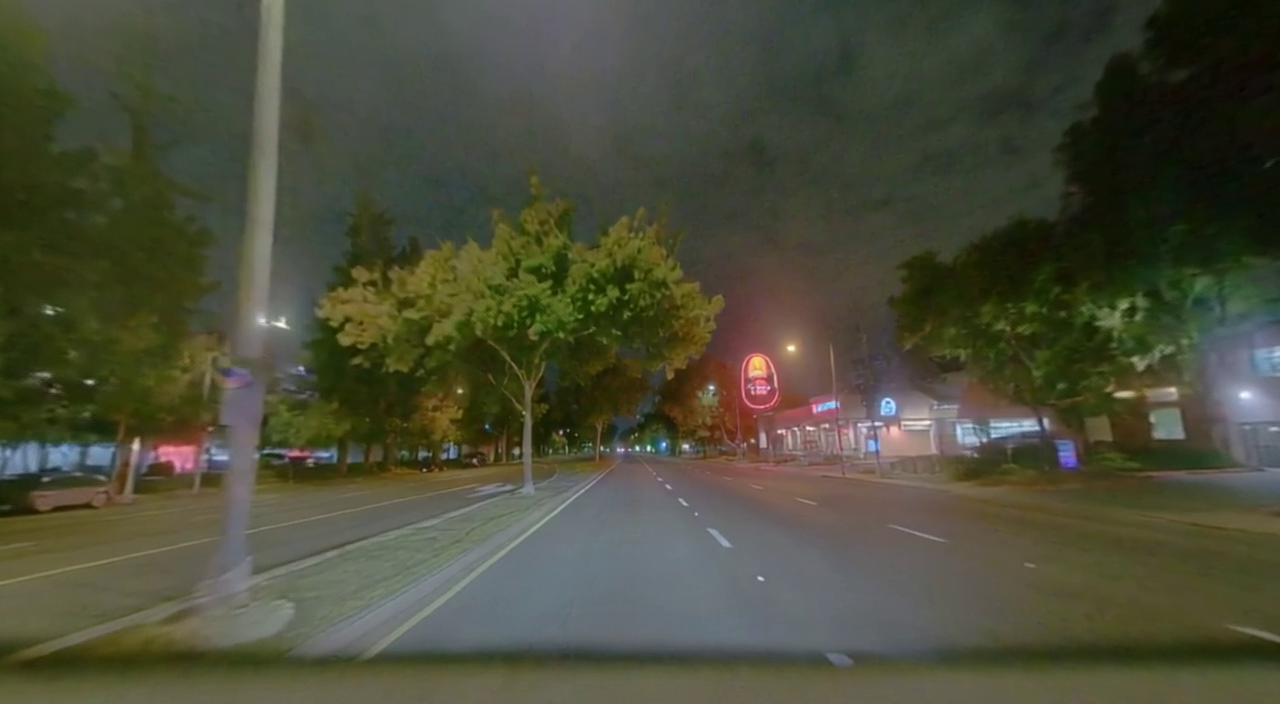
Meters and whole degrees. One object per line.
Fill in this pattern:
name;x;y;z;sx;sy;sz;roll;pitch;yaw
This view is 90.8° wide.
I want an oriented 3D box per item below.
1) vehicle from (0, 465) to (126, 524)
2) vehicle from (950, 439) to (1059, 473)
vehicle;-19.002;4.425;19.939;1.831;1.528;4.605;-1;-9;-3
vehicle;21.109;6.082;37.072;2.480;1.766;6.529;0;-9;0
